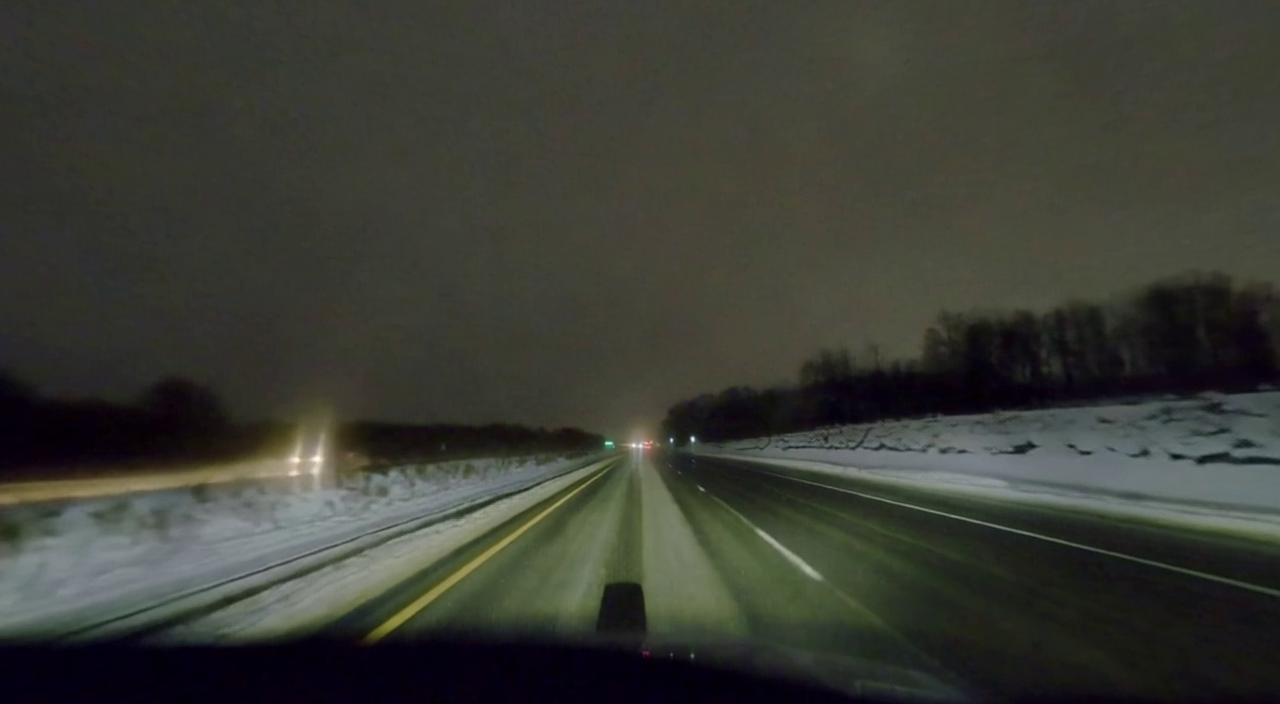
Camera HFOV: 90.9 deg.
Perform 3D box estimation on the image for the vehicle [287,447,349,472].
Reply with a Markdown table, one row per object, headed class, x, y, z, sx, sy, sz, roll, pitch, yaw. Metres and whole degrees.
| class | x | y | z | sx | sy | sz | roll | pitch | yaw |
| --- | --- | --- | --- | --- | --- | --- | --- | --- | --- |
| vehicle | -24.590 | 8.173 | 48.395 | 2.062 | 1.769 | 5.054 | -1 | -8 | 1 |
